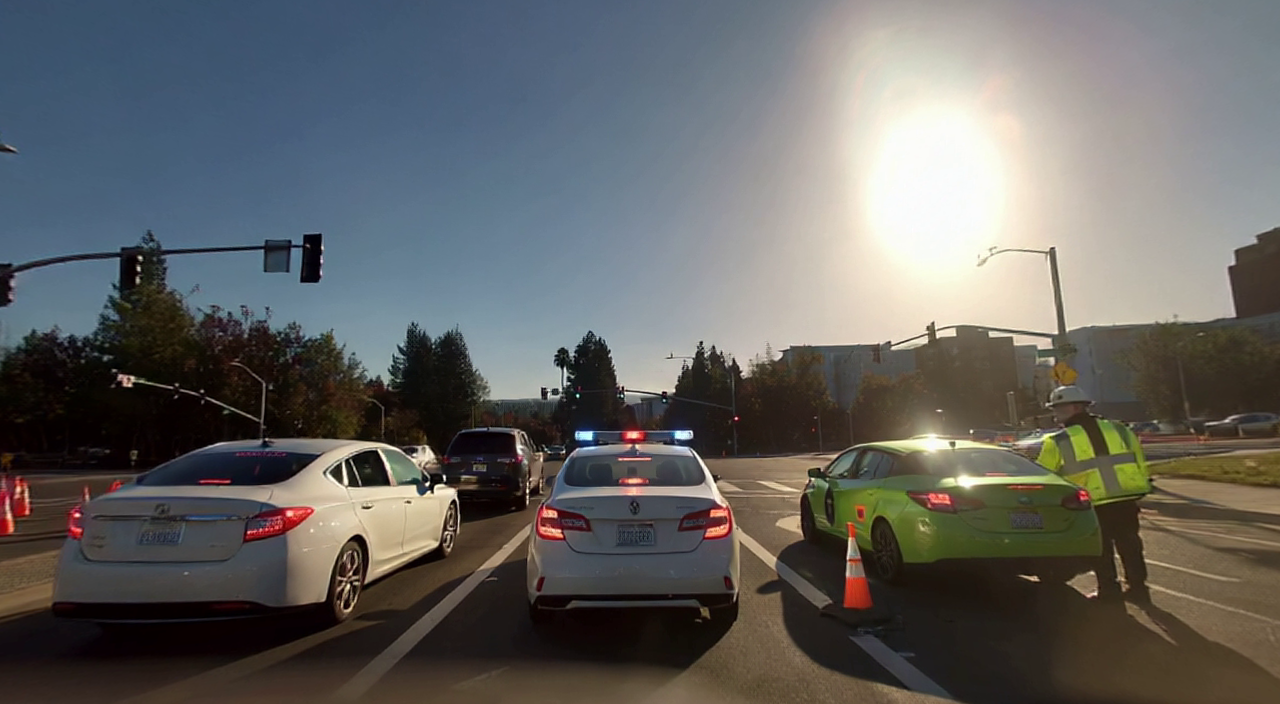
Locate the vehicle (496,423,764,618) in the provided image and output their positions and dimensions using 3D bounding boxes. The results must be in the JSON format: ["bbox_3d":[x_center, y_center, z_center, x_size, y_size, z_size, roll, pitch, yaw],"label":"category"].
[{"bbox_3d":[-0.120,1.625,7.090,2.061,1.486,4.332,0,-8,-1],"label":"vehicle"}]

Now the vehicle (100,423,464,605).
[{"bbox_3d":[-3.604,1.674,7.388,1.863,1.526,4.006,0,-8,1],"label":"vehicle"}]

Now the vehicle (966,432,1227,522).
[{"bbox_3d":[9.370,2.578,13.597,1.957,1.576,4.670,0,-8,-3],"label":"vehicle"}]

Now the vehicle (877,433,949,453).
[{"bbox_3d":[21.616,7.219,49.895,4.827,1.484,1.883,0,-9,1],"label":"vehicle"}]
